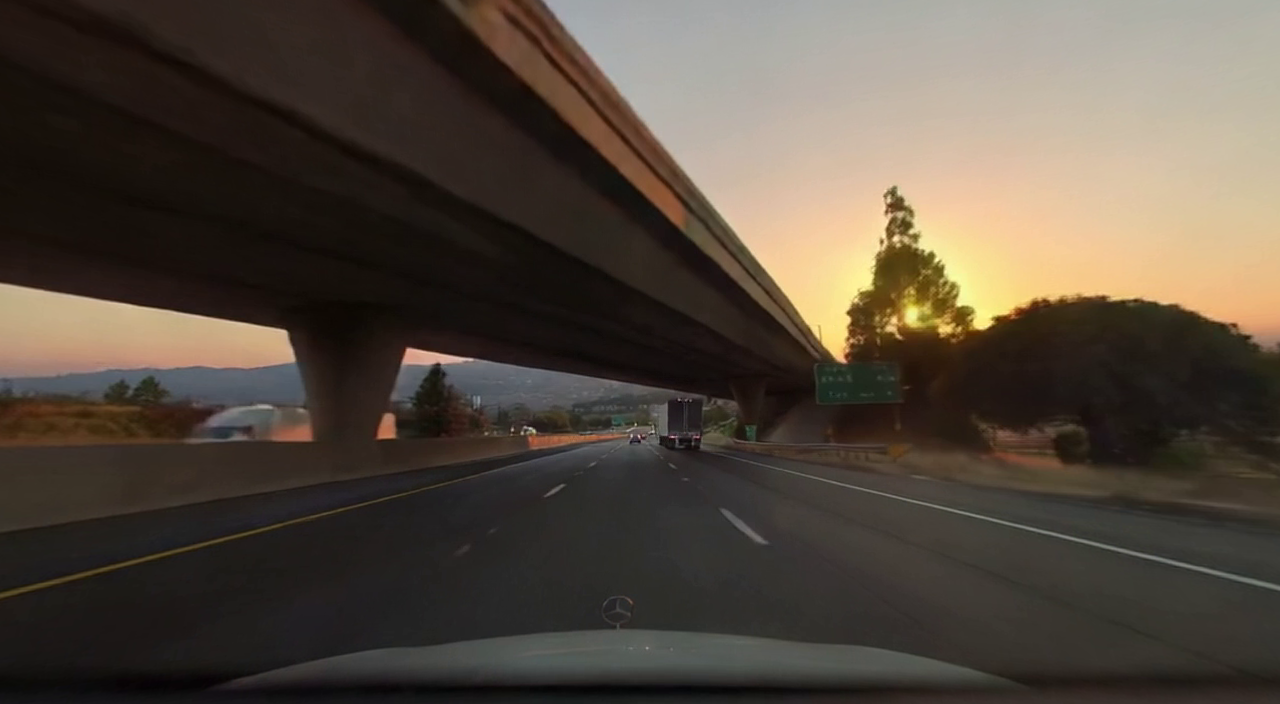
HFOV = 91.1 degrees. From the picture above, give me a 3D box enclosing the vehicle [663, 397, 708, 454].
[{"bbox_3d":[3.384,5.765,48.888,2.859,3.981,8.596,0,-8,0],"label":"vehicle"}]
